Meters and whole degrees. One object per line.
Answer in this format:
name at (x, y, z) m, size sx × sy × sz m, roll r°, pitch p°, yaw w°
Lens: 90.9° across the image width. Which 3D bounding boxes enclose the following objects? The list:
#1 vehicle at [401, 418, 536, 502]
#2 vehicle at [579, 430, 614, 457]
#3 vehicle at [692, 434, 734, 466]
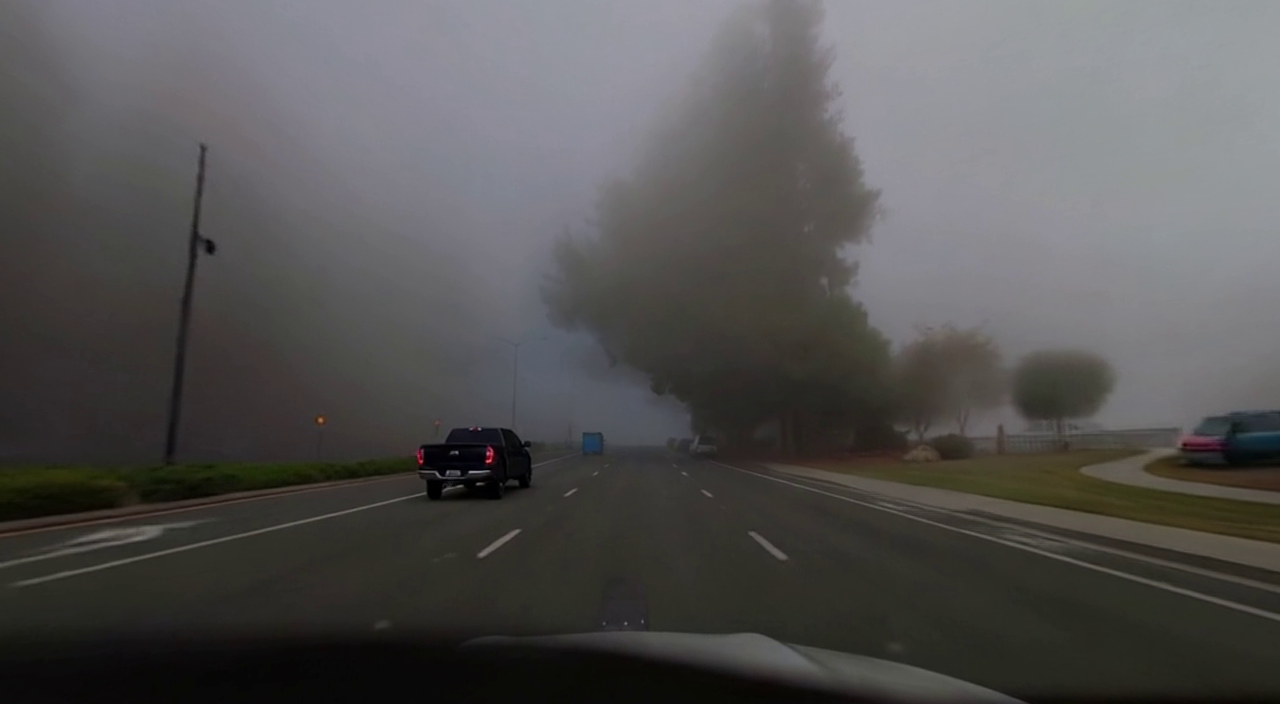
vehicle at (-4.052, 2.638, 15.841) m, size 2.002 × 1.747 × 4.728 m, roll 0°, pitch -8°, yaw 0°
vehicle at (-3.311, 7.082, 48.854) m, size 2.230 × 1.987 × 4.385 m, roll 0°, pitch -8°, yaw 2°
vehicle at (4.203, 5.717, 37.025) m, size 2.016 × 1.736 × 4.356 m, roll 0°, pitch -8°, yaw 1°
